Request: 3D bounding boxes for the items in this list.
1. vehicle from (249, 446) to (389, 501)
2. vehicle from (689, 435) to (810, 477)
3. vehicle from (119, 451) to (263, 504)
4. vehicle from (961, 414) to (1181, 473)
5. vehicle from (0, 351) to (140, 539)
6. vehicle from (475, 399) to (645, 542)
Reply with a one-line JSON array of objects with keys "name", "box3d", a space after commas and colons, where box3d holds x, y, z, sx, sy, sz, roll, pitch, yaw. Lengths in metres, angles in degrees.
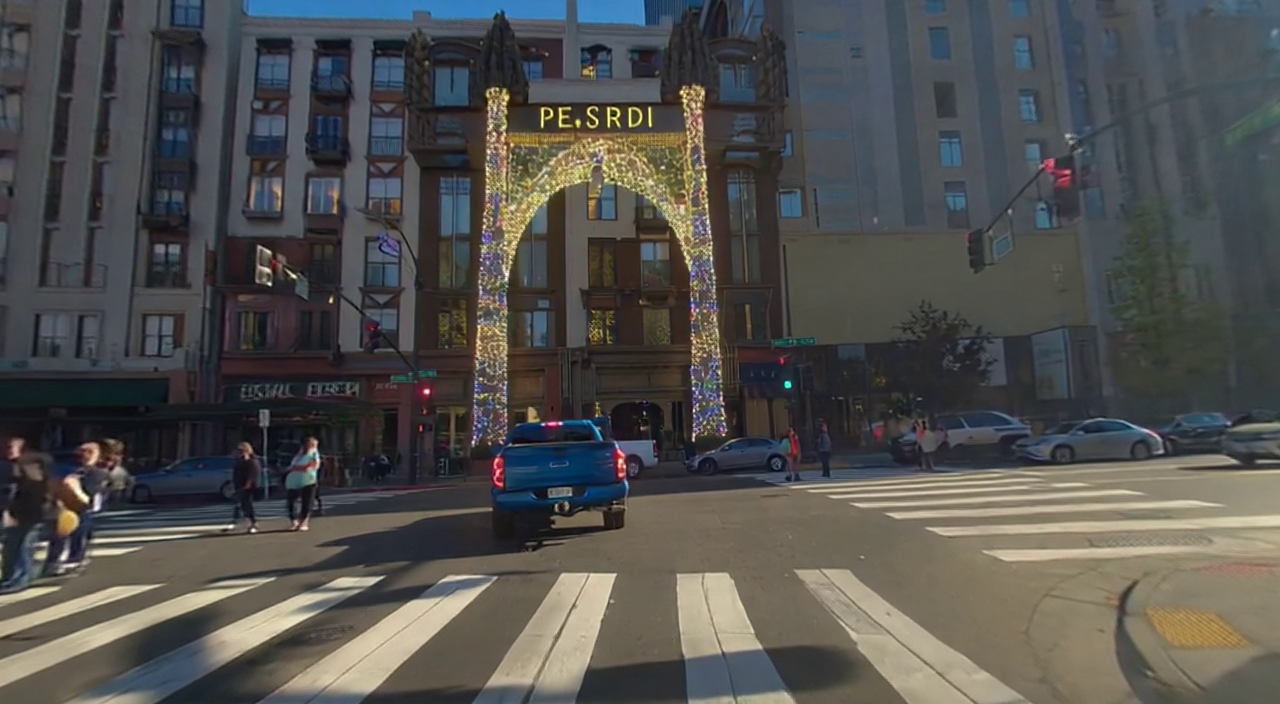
[{"name": "vehicle", "box3d": [-13.326, 5.036, 26.379, 4.799, 1.909, 2.011, -3, -7, 2]}, {"name": "vehicle", "box3d": [4.223, 4.094, 24.932, 4.515, 1.583, 1.920, -1, -8, 3]}, {"name": "vehicle", "box3d": [-18.689, 5.216, 26.411, 4.398, 2.057, 1.959, 0, -8, -1]}, {"name": "vehicle", "box3d": [11.558, 2.485, 17.155, 4.600, 1.506, 1.878, 0, -8, -1]}, {"name": "vehicle", "box3d": [-22.287, 2.548, 17.467, 13.729, 4.662, 3.300, 0, -8, 0]}, {"name": "vehicle", "box3d": [-1.821, 2.125, 12.029, 2.477, 2.020, 5.534, 2, -9, -15]}]
